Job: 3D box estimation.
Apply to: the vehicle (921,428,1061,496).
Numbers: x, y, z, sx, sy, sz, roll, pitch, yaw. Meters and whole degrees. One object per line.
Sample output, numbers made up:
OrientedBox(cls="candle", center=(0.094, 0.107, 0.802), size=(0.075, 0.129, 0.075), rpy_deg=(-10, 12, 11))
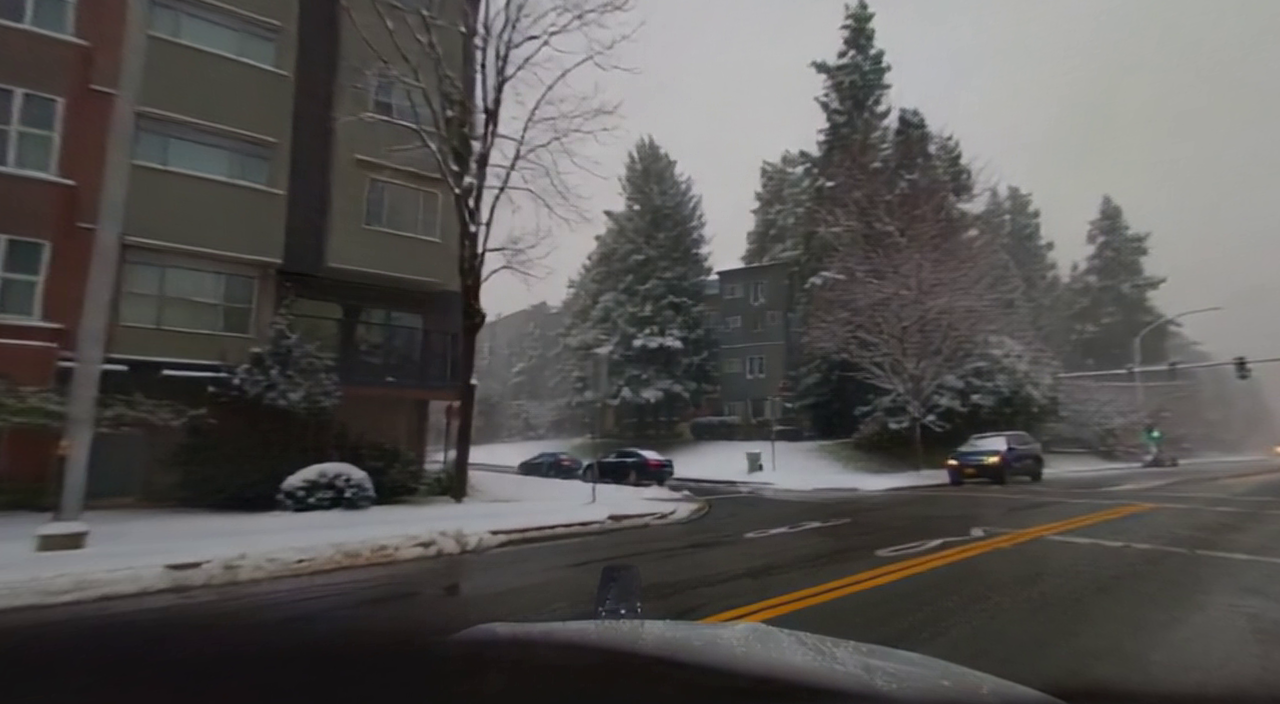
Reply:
OrientedBox(cls="vehicle", center=(10.693, 3.267, 19.149), size=(4.619, 1.817, 1.993), rpy_deg=(7, -11, -39))

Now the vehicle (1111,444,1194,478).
OrientedBox(cls="vehicle", center=(24.083, 5.054, 29.618), size=(4.630, 1.484, 1.934), rpy_deg=(7, -11, -39))

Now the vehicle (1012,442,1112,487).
OrientedBox(cls="vehicle", center=(15.369, 4.028, 22.927), size=(4.313, 1.462, 1.789), rpy_deg=(7, -11, -40))
